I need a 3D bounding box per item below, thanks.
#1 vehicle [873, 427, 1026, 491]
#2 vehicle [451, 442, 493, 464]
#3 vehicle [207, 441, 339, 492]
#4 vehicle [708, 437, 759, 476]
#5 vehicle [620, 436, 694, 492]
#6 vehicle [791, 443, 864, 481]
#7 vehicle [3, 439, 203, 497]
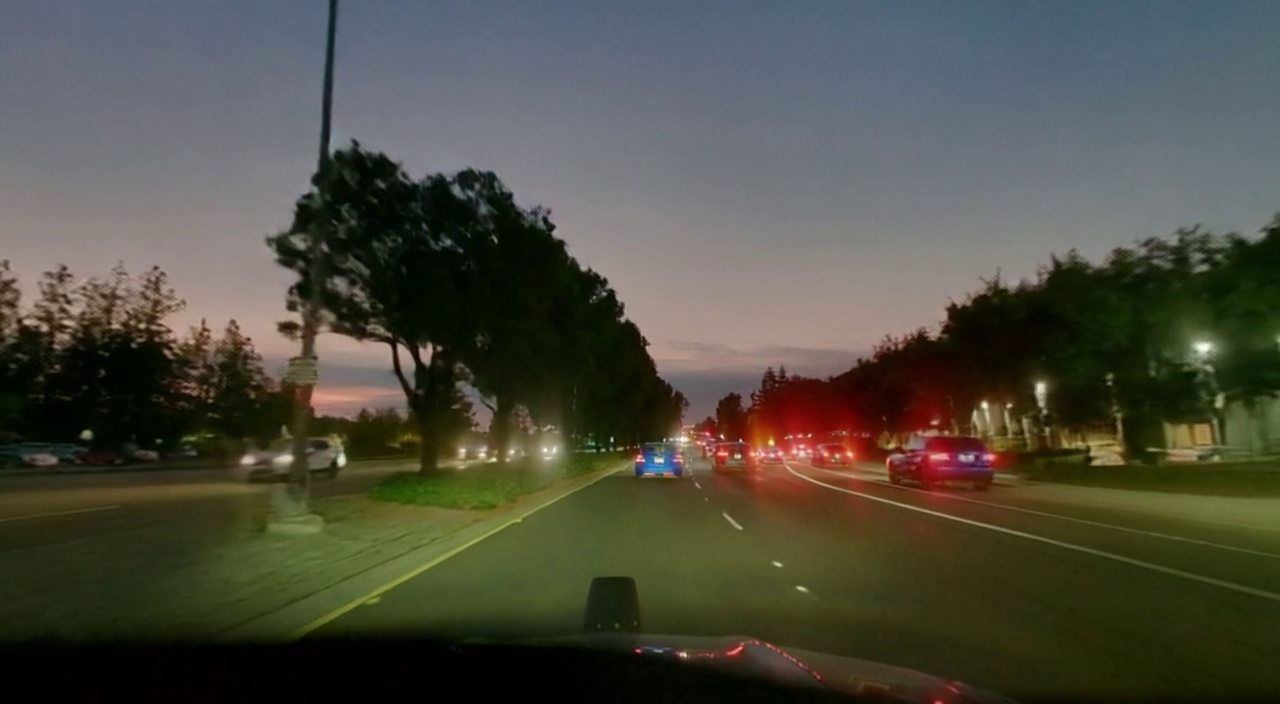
[{"bbox_3d":[11.419,4.030,24.101,2.493,2.084,6.892,0,-9,1],"label":"vehicle"},{"bbox_3d":[-12.107,7.290,45.501,1.785,1.503,3.885,0,-9,3],"label":"vehicle"},{"bbox_3d":[-12.555,3.899,21.959,1.869,1.549,4.675,1,-8,-2],"label":"vehicle"},{"bbox_3d":[4.577,5.193,31.457,1.976,1.796,4.159,0,-9,1],"label":"vehicle"},{"bbox_3d":[0.550,3.603,20.530,2.145,1.603,4.369,0,-9,2],"label":"vehicle"},{"bbox_3d":[7.981,4.710,27.199,1.928,1.488,4.361,0,-9,1],"label":"vehicle"},{"bbox_3d":[-16.008,3.454,19.191,2.036,1.524,4.590,0,-9,0],"label":"vehicle"}]
